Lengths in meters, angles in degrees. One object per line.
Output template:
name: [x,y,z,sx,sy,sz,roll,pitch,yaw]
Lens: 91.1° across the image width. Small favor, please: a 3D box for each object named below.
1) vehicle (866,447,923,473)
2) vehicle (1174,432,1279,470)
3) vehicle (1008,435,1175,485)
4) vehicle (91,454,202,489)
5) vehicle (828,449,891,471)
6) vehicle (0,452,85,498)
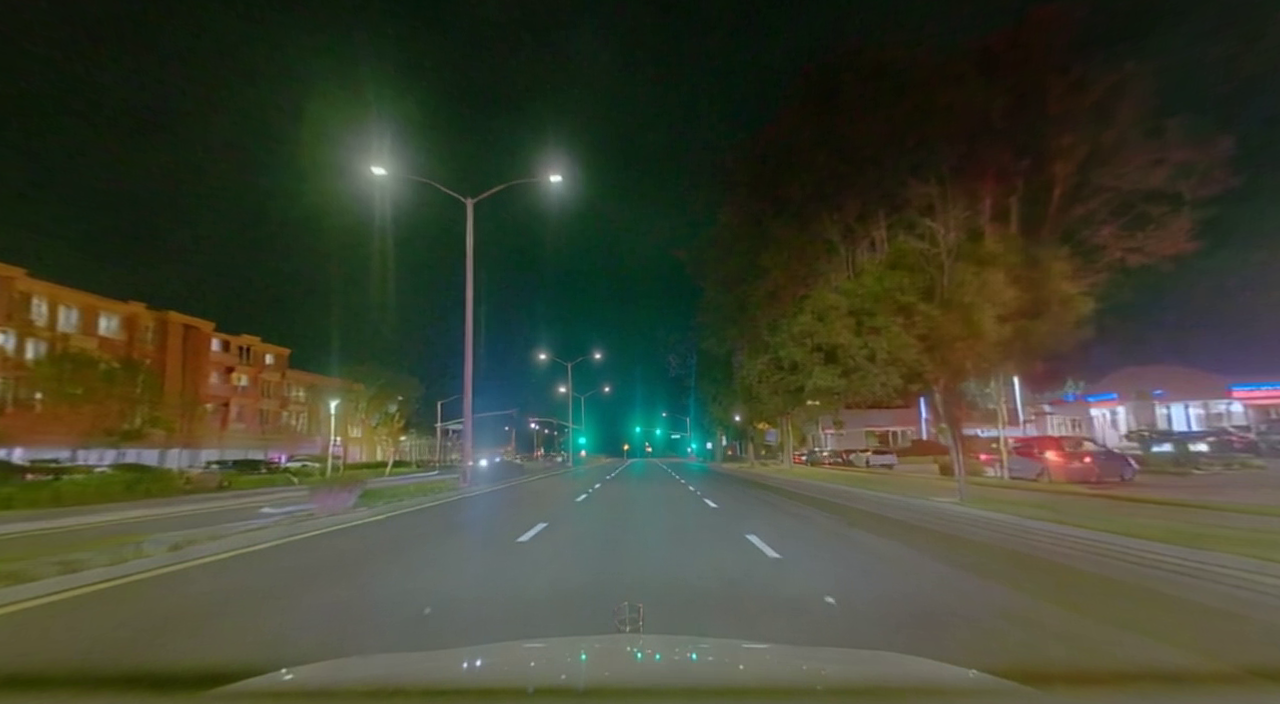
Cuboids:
vehicle: [18.943,7.976,46.627,3.754,1.844,2.002,5,-11,-32]
vehicle: [29.602,4.876,31.094,4.342,1.641,1.975,-3,-9,0]
vehicle: [17.080,4.084,23.938,4.720,1.769,2.229,1,-9,-6]
vehicle: [-29.029,7.016,37.260,2.199,1.859,5.442,0,-9,-1]
vehicle: [16.941,8.278,48.439,4.313,1.584,2.282,5,-10,-29]
vehicle: [-31.319,6.157,31.690,2.160,2.118,4.989,0,-9,-3]
